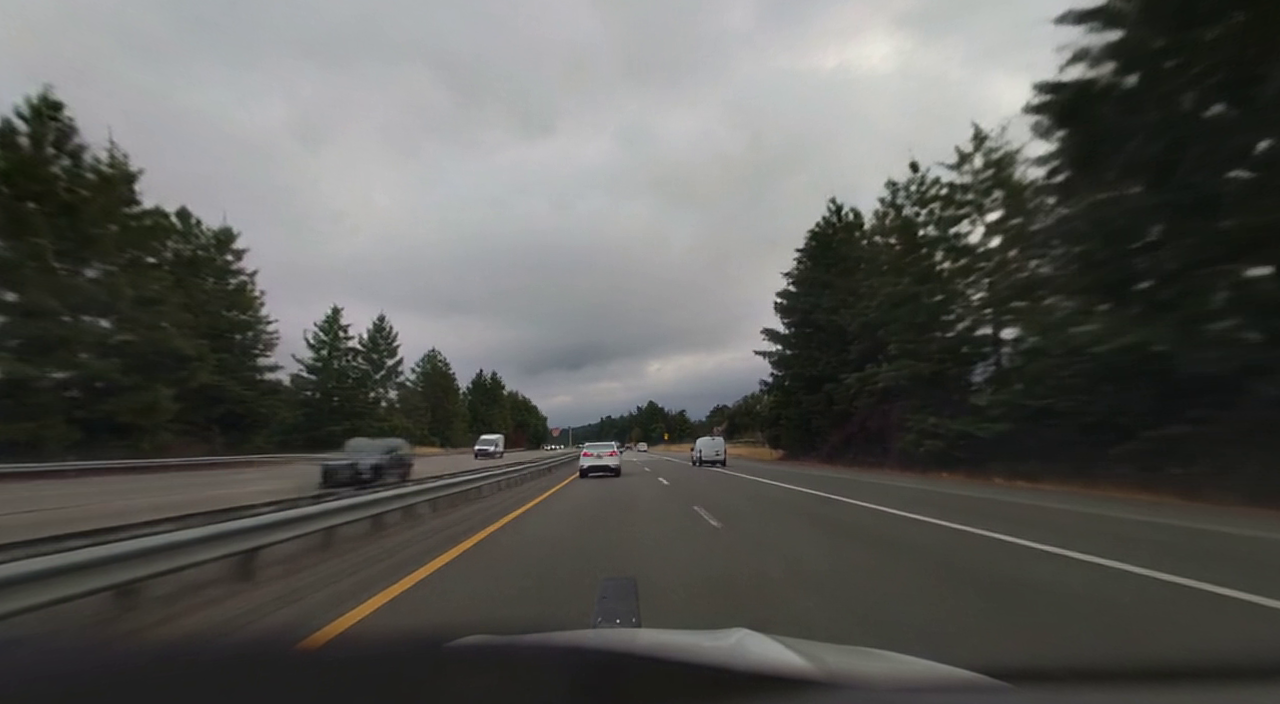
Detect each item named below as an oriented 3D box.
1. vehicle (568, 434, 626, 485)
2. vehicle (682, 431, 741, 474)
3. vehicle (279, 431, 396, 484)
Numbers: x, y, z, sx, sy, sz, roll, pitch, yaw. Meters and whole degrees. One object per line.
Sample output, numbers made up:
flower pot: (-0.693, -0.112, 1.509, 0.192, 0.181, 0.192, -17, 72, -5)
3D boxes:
vehicle: (-1.507, 4.011, 23.584, 1.963, 1.711, 4.284, 0, -9, -1)
vehicle: (3.394, 4.921, 30.764, 2.179, 1.930, 4.538, 0, -9, -2)
vehicle: (-10.050, 3.552, 21.264, 1.913, 1.603, 4.233, 0, -9, -1)
